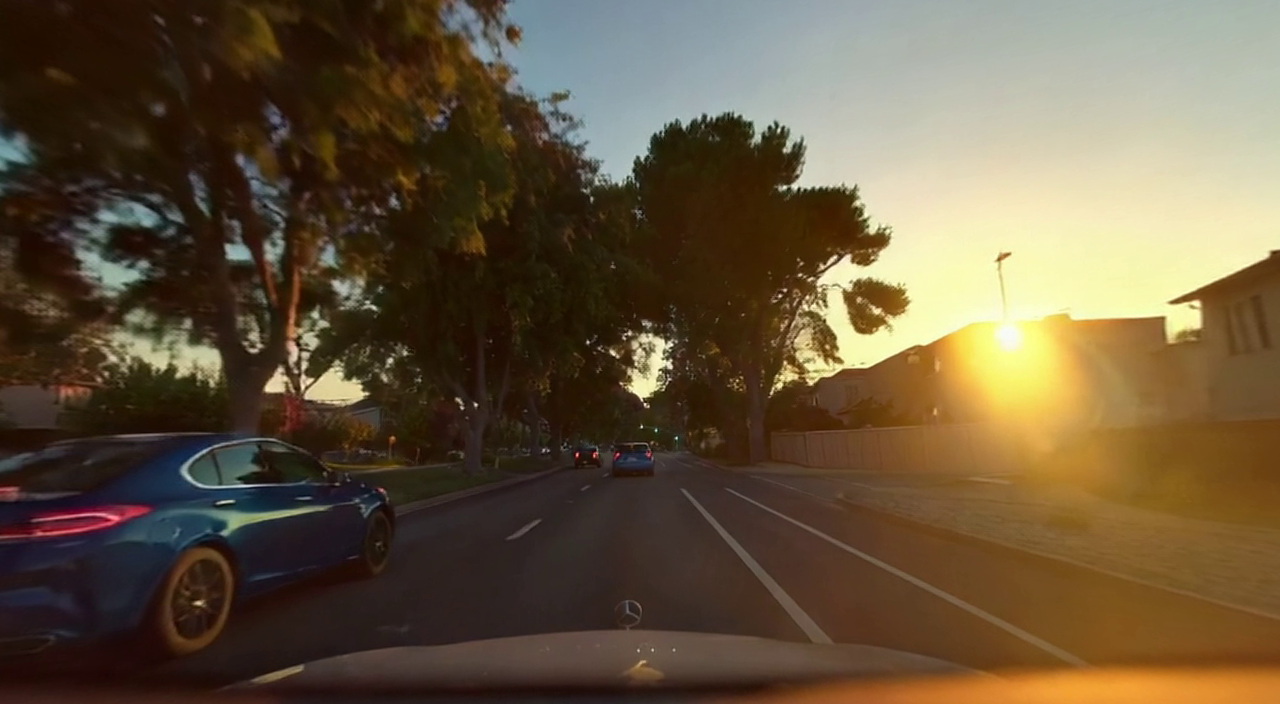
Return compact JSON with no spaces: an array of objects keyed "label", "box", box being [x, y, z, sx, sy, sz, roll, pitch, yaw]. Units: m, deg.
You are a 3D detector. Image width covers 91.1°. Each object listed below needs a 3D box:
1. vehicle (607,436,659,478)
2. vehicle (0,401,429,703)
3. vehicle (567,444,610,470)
[{"label":"vehicle","box":[-0.275,4.763,28.665,2.220,1.742,4.047,0,-8,1]},{"label":"vehicle","box":[-3.615,1.279,4.855,2.105,1.469,4.978,0,-8,2]},{"label":"vehicle","box":[-2.943,6.164,37.017,2.032,1.433,4.458,0,-8,2]}]
